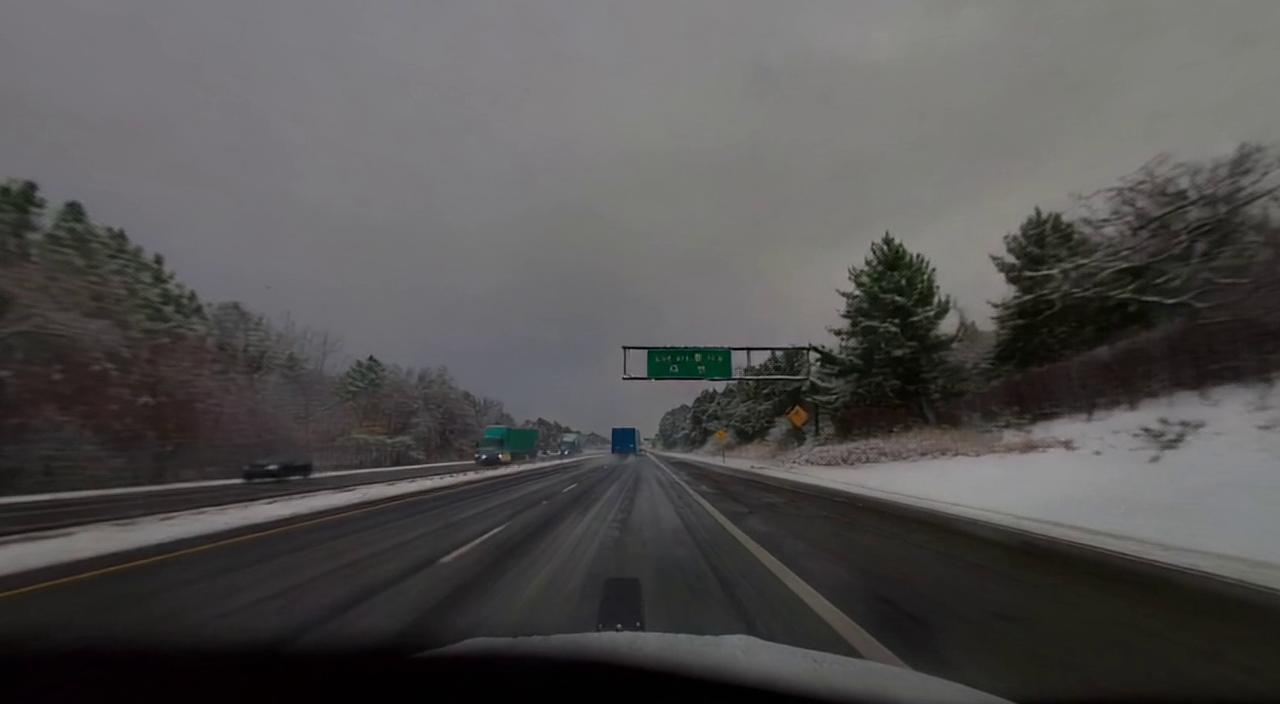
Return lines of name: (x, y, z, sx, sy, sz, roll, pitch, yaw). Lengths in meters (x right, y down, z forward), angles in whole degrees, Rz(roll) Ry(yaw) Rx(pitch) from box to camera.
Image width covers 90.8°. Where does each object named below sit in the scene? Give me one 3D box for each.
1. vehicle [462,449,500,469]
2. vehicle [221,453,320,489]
vehicle: (-12.112, 8.192, 48.332, 1.870, 1.446, 4.016, 0, -9, 0)
vehicle: (-16.327, 5.250, 28.139, 1.895, 1.454, 4.010, 0, -9, 1)
